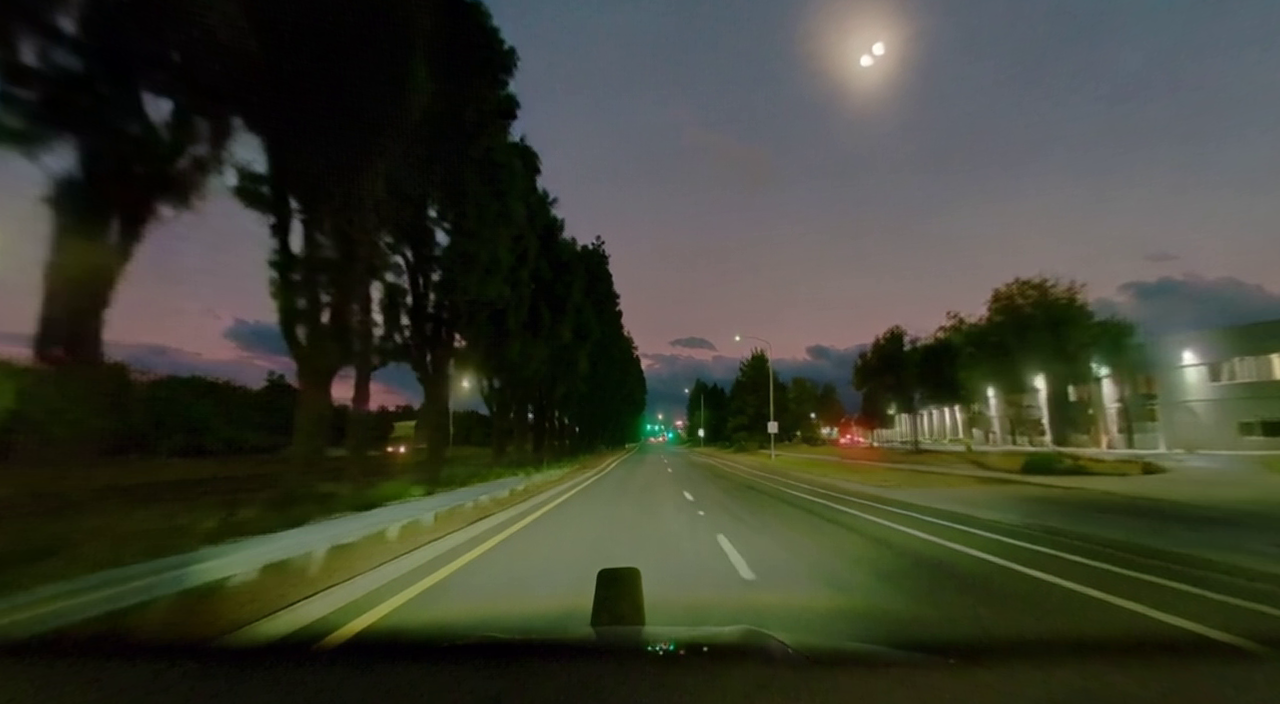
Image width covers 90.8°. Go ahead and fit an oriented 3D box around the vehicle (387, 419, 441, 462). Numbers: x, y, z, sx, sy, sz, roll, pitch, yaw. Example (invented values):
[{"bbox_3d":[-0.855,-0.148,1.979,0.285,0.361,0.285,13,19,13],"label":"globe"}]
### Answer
[{"bbox_3d":[-16.721,6.533,46.927,2.575,2.950,4.003,-1,-7,-1],"label":"vehicle"}]
